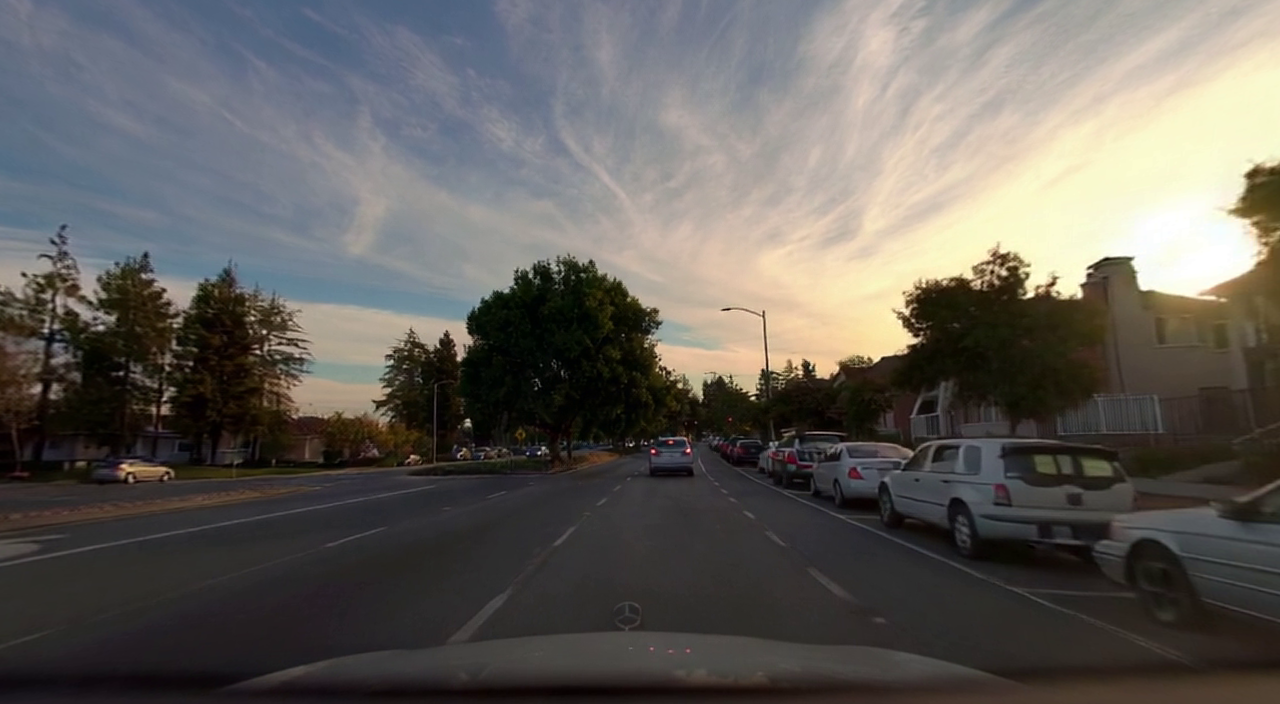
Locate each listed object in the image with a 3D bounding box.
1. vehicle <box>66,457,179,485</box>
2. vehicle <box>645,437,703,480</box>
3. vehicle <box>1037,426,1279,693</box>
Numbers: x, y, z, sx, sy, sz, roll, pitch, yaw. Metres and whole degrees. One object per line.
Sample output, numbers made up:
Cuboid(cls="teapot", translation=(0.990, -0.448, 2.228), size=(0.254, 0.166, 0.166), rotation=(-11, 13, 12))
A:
Cuboid(cls="vehicle", translation=(-29.537, 6.770, 36.095), size=(4.591, 1.468, 1.805), rotation=(1, -9, -9))
Cuboid(cls="vehicle", translation=(1.284, 4.060, 24.278), size=(2.011, 1.480, 4.170), rotation=(-1, -9, 3))
Cuboid(cls="vehicle", translation=(4.454, 1.064, 2.972), size=(1.855, 1.445, 4.895), rotation=(0, -9, -2))
